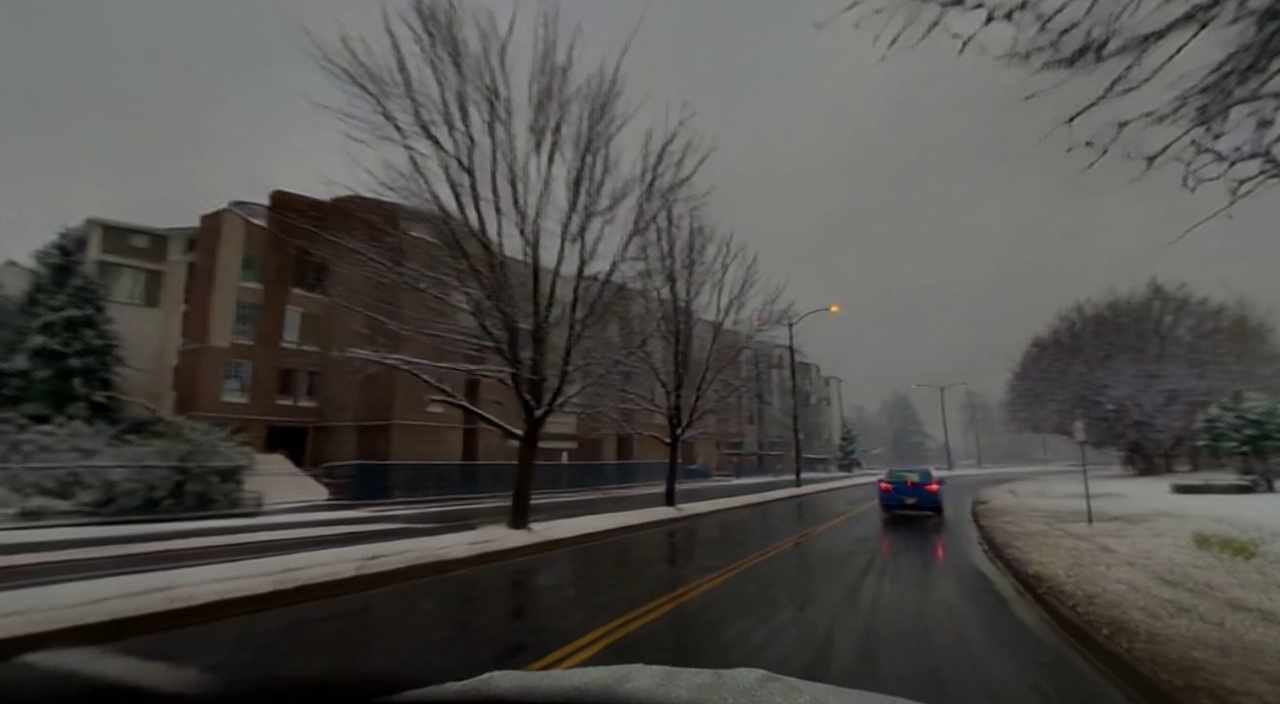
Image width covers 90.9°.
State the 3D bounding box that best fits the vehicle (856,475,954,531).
[{"bbox_3d":[7.485,4.069,17.469,1.972,1.250,5.282,-5,-12,27],"label":"vehicle"}]
